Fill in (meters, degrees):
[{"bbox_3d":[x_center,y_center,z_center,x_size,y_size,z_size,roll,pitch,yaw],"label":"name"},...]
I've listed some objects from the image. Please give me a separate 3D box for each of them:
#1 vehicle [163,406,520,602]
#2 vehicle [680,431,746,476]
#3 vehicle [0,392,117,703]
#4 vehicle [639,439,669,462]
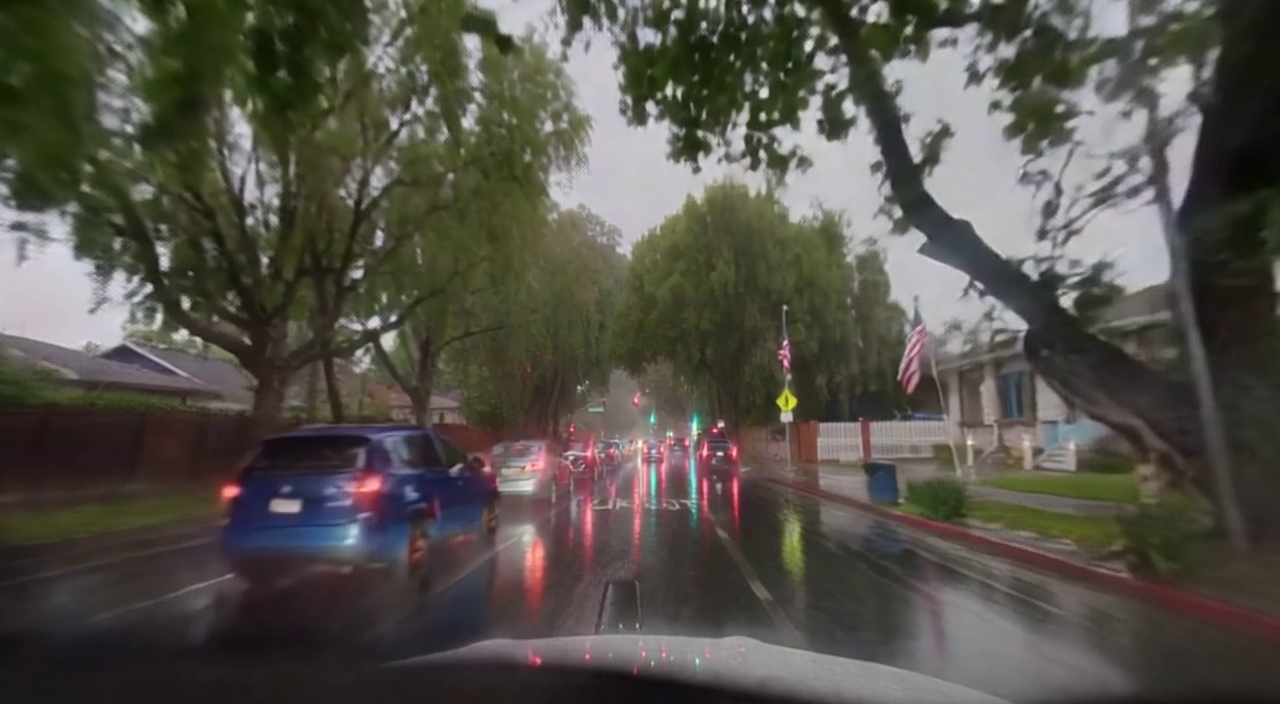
[{"bbox_3d":[-2.971,1.621,7.661,1.971,1.639,4.487,-1,-8,3],"label":"vehicle"},{"bbox_3d":[2.954,4.248,26.591,2.258,1.682,4.635,0,-8,0],"label":"vehicle"},{"bbox_3d":[-2.801,0.621,0.159,1.807,1.475,3.952,-1,-8,3],"label":"vehicle"},{"bbox_3d":[0.964,6.620,42.415,1.927,1.453,3.848,0,-8,2],"label":"vehicle"}]
